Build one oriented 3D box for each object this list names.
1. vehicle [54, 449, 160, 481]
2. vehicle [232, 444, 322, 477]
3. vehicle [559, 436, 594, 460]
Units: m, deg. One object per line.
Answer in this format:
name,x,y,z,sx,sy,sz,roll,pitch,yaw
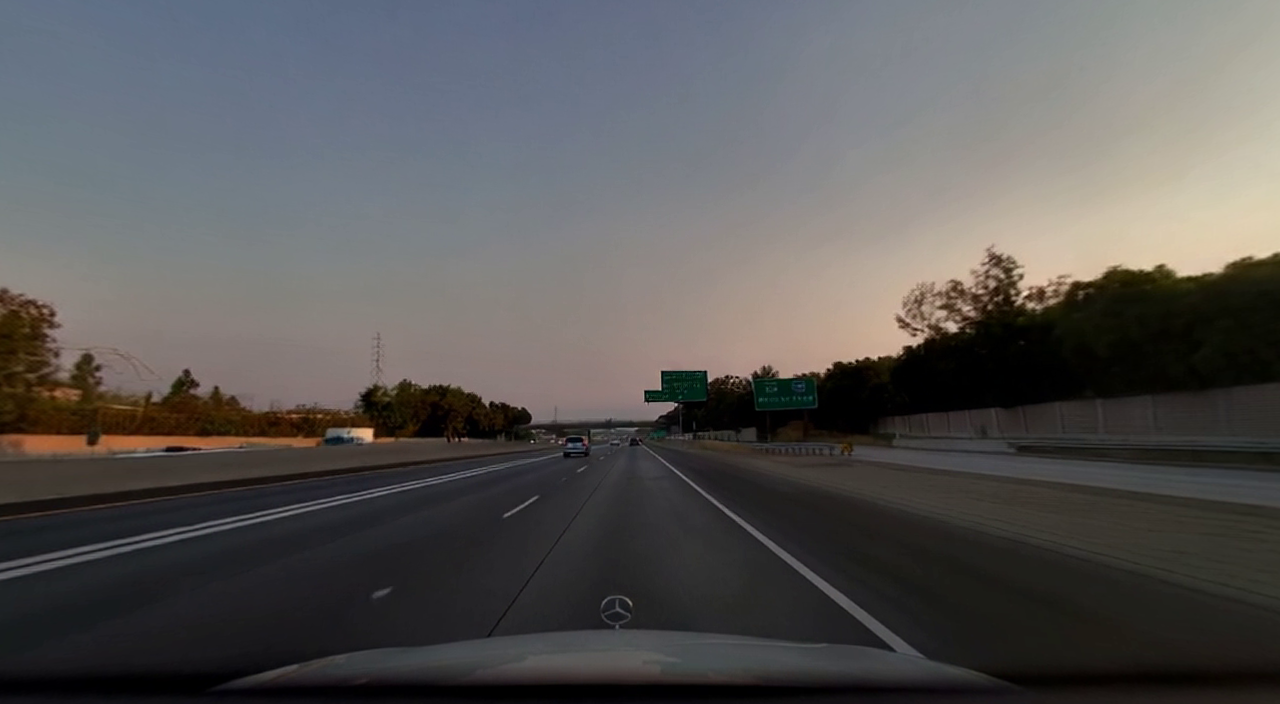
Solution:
vehicle,-28.351,6.001,33.725,1.885,1.490,4.512,0,-8,-4
vehicle,-18.247,5.429,31.912,1.867,1.465,4.491,0,-8,0
vehicle,-4.476,6.829,45.009,2.129,1.641,4.263,0,-8,0
